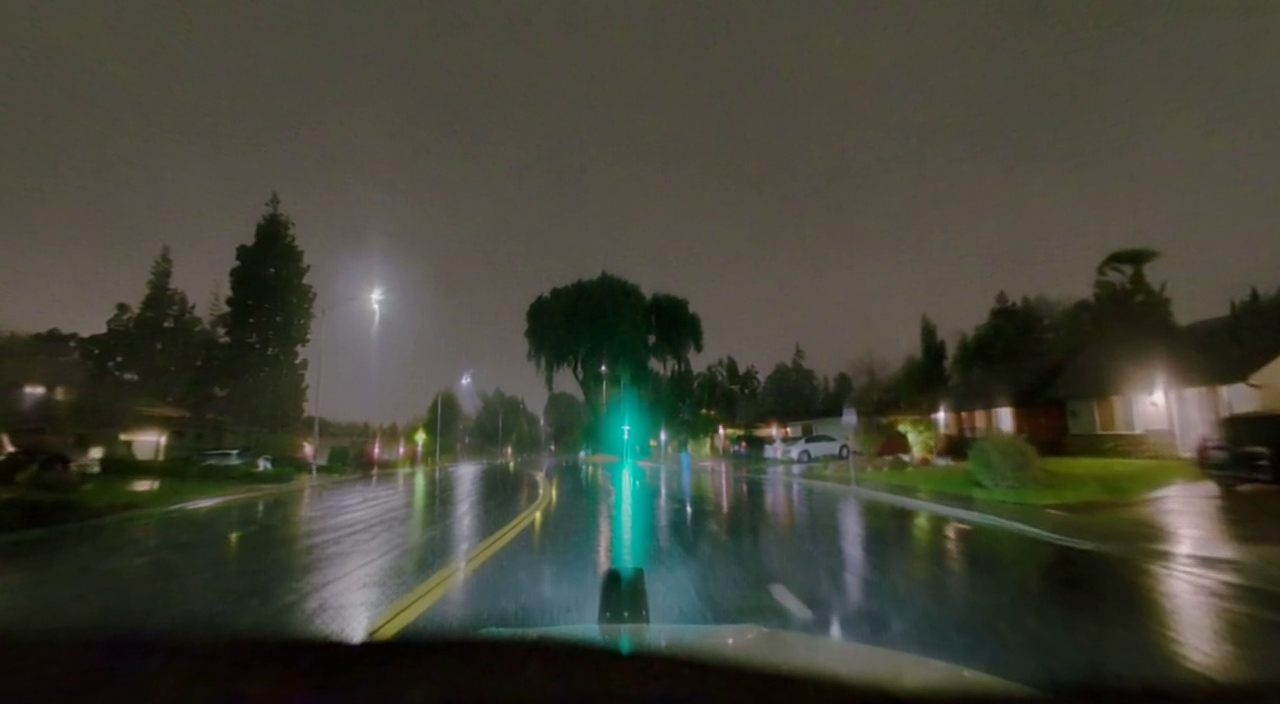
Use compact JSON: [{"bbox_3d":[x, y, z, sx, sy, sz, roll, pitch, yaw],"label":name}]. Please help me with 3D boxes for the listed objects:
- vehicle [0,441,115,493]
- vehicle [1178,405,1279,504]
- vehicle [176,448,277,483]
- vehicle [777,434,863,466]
[{"bbox_3d":[-23.064,4.346,23.991,4.128,1.861,1.959,2,-9,-12],"label":"vehicle"},{"bbox_3d":[14.835,1.938,12.948,5.283,1.863,2.150,-4,-9,4],"label":"vehicle"},{"bbox_3d":[-22.093,6.063,33.861,3.899,1.729,2.064,1,-9,-9],"label":"vehicle"},{"bbox_3d":[11.196,6.137,39.485,4.693,1.764,2.265,-3,-9,5],"label":"vehicle"}]
